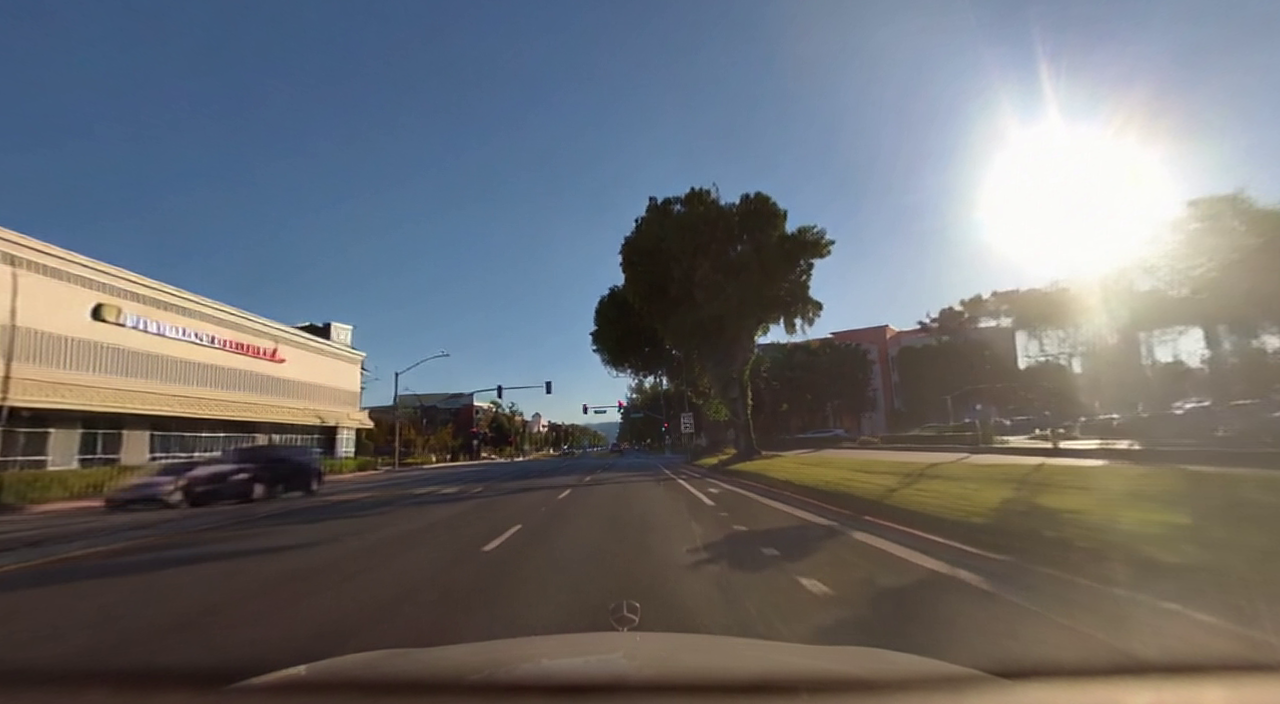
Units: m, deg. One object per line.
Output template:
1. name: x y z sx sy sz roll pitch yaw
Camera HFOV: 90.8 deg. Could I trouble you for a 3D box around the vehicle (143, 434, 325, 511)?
1. vehicle: -10.269 3.058 16.486 2.026 1.577 4.334 -4 -9 -2
